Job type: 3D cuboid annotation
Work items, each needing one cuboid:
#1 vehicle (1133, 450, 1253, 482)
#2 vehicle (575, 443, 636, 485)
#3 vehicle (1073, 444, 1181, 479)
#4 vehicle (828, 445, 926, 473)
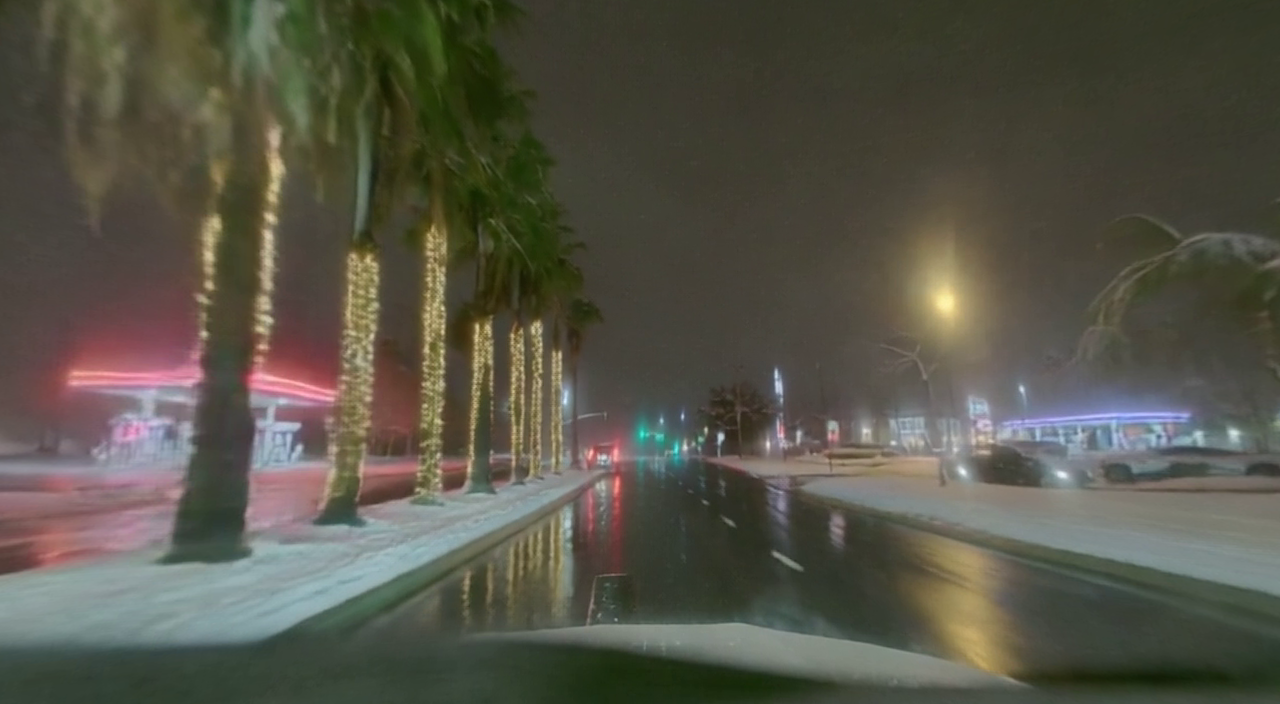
[{"bbox_3d":[28.803,5.940,33.016,4.377,1.633,1.834,0,-9,2],"label":"vehicle"},{"bbox_3d":[-1.513,4.560,25.800,2.073,1.525,4.809,2,-10,-8],"label":"vehicle"},{"bbox_3d":[27.261,6.126,35.446,4.381,1.892,1.942,1,-9,-2],"label":"vehicle"},{"bbox_3d":[14.805,6.708,39.662,5.317,1.700,1.901,0,-9,0],"label":"vehicle"}]
